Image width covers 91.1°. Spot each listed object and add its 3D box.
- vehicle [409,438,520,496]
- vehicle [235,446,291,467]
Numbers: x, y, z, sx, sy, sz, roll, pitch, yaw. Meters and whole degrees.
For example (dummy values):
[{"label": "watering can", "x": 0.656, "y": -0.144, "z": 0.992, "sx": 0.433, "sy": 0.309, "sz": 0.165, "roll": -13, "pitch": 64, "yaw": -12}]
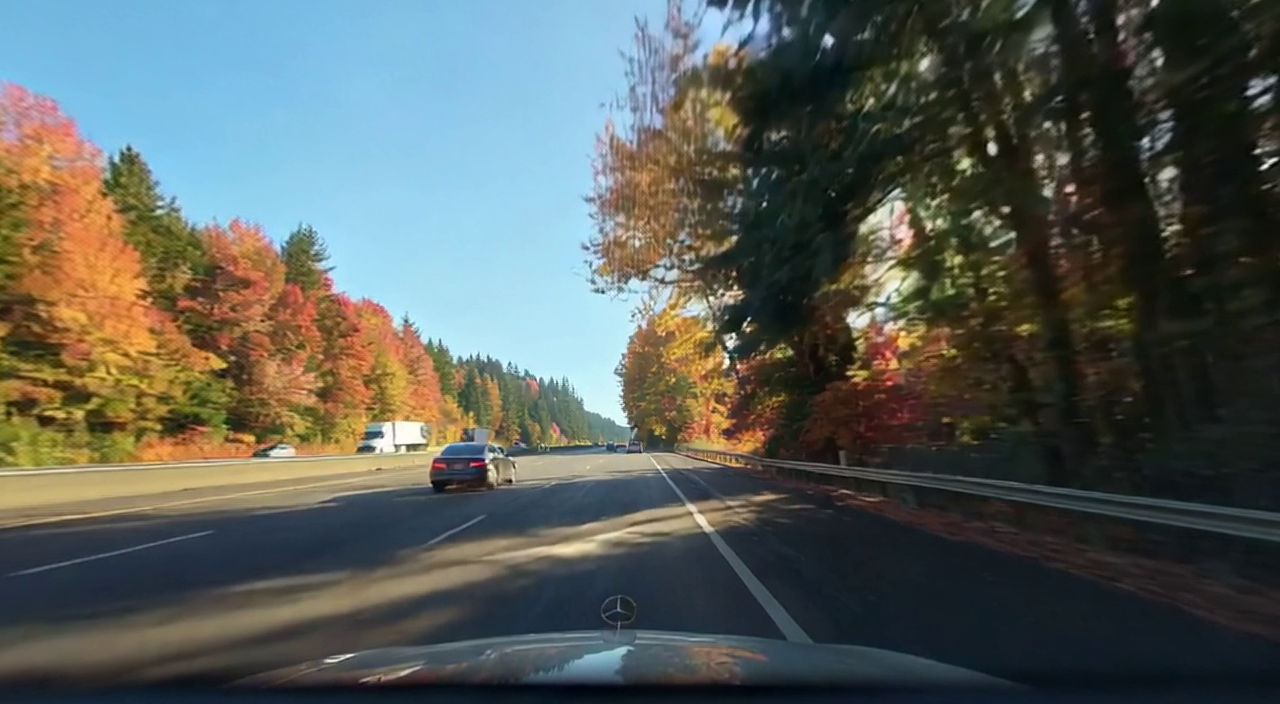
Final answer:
[{"label": "vehicle", "x": -4.986, "y": 3.288, "z": 18.560, "sx": 2.004, "sy": 1.497, "sz": 4.260, "roll": 0, "pitch": -8, "yaw": 1}, {"label": "vehicle", "x": -29.186, "y": 8.093, "z": 48.780, "sx": 1.761, "sy": 1.477, "sz": 3.966, "roll": 0, "pitch": -8, "yaw": 1}]
